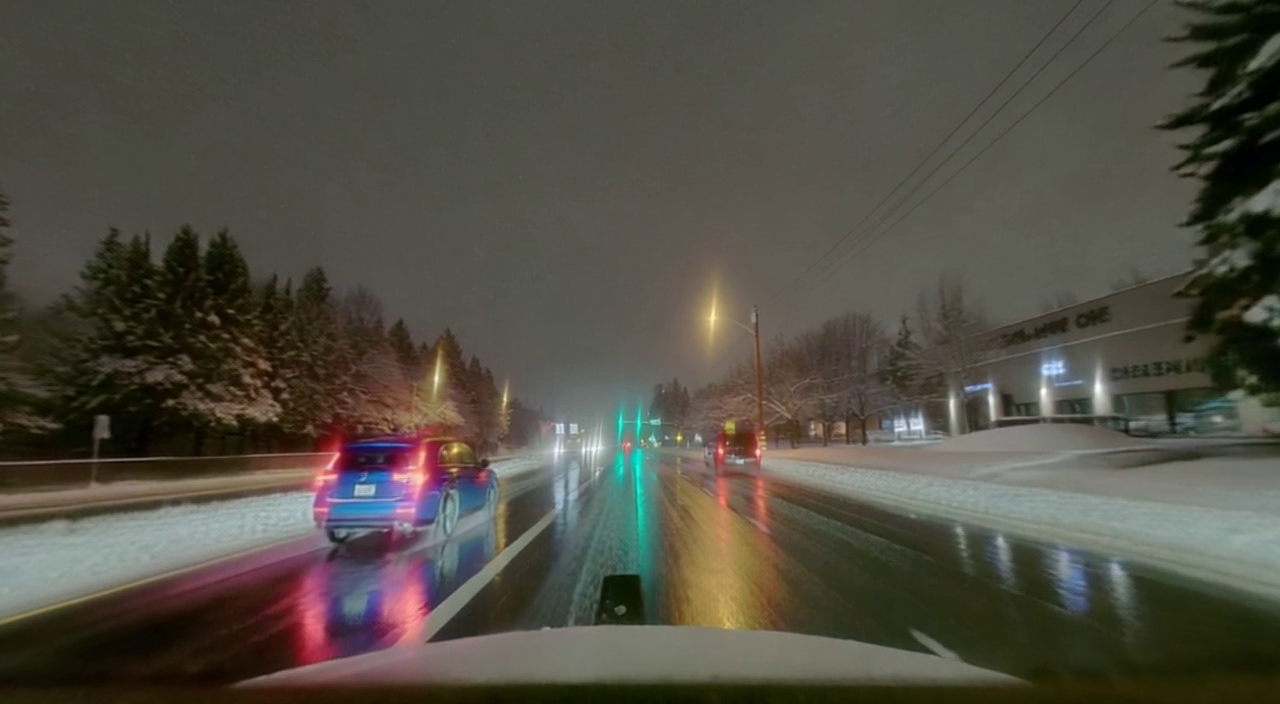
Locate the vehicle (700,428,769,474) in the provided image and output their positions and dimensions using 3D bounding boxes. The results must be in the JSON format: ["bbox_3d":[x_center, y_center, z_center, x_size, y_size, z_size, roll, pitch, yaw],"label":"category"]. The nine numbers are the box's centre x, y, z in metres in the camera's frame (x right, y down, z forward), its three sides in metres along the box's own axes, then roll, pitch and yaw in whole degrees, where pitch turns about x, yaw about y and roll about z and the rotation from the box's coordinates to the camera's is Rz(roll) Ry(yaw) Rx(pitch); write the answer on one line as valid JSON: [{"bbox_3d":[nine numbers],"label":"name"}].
[{"bbox_3d":[4.500,4.835,31.096,2.476,2.016,5.586,0,-8,0],"label":"vehicle"}]

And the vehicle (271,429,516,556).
[{"bbox_3d":[-3.293,1.952,9.561,2.017,1.470,4.293,0,-8,-1],"label":"vehicle"}]
